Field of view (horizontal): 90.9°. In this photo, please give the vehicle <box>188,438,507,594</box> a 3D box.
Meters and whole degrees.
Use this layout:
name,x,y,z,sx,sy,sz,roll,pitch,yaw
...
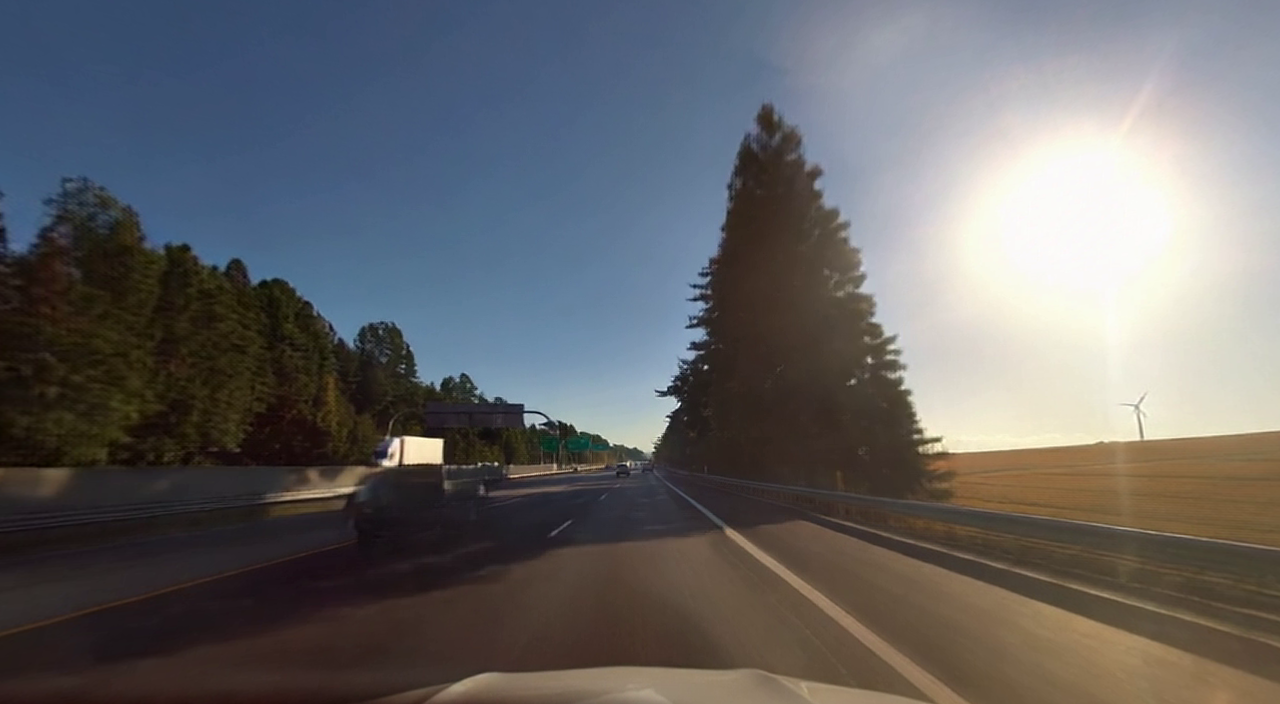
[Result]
name,x,y,z,sx,sy,sz,roll,pitch,yaw
vehicle,-3.428,2.079,8.746,2.039,1.505,4.843,1,-10,1
